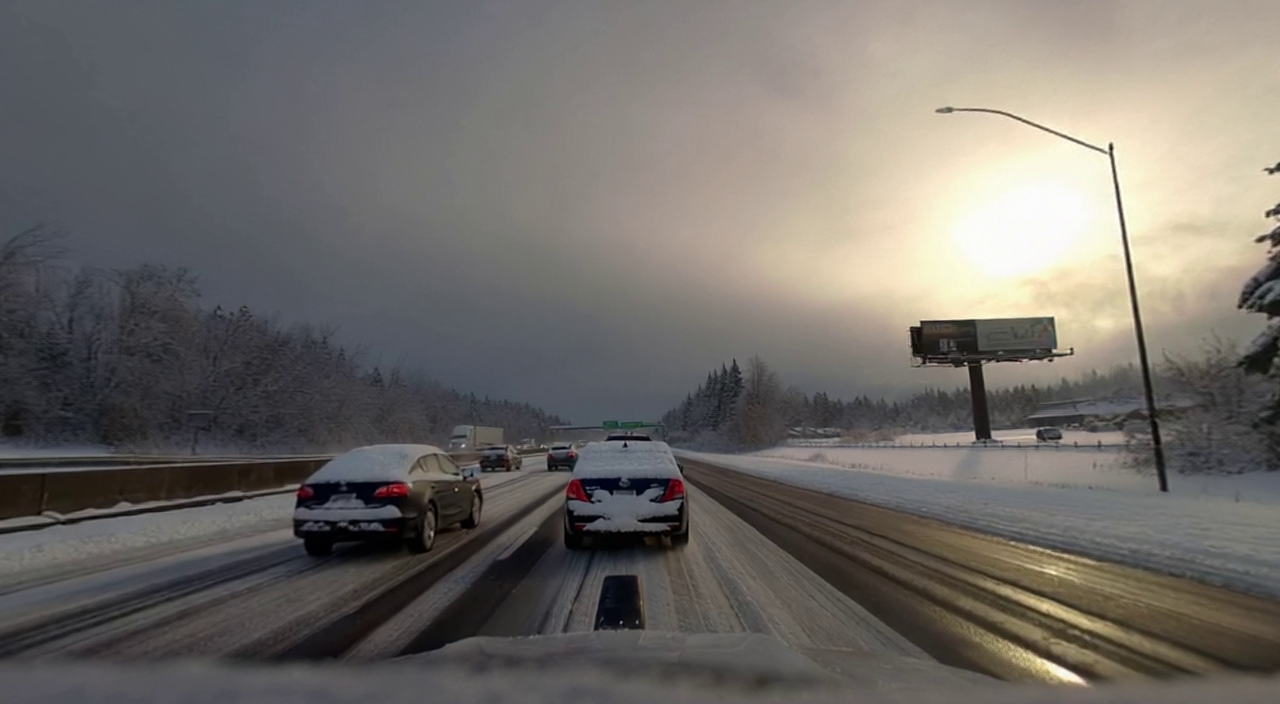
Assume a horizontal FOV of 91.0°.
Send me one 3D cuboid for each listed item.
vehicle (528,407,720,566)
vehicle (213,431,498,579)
[{"bbox_3d":[-0.223,1.852,9.462,2.127,1.749,4.776,0,-9,-1],"label":"vehicle"},{"bbox_3d":[-3.483,1.938,8.868,1.889,1.522,4.465,0,-9,1],"label":"vehicle"}]
